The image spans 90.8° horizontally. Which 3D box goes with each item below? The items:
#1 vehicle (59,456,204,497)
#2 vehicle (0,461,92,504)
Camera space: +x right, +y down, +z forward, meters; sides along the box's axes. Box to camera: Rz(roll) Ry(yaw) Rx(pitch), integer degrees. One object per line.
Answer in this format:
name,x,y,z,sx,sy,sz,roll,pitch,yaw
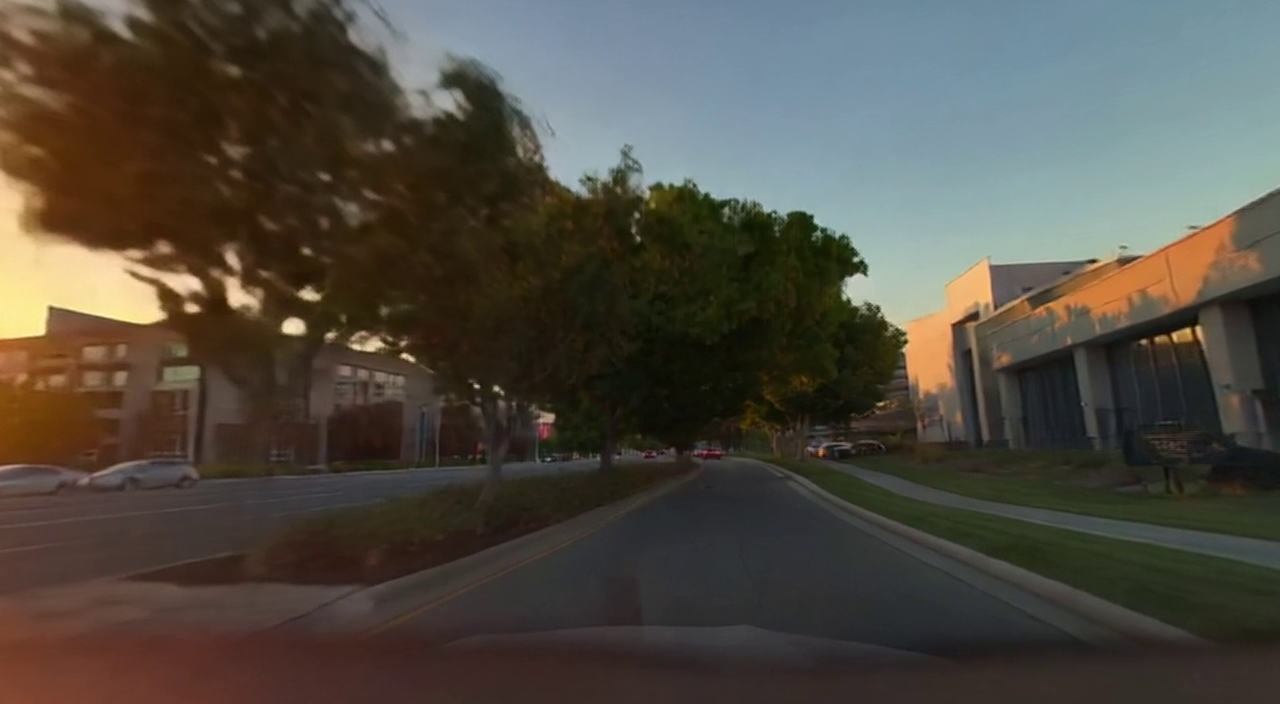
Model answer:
vehicle,-21.832,5.342,27.425,1.872,1.493,4.724,-2,-8,10
vehicle,-25.552,5.311,25.866,1.867,1.540,4.423,-2,-8,9
